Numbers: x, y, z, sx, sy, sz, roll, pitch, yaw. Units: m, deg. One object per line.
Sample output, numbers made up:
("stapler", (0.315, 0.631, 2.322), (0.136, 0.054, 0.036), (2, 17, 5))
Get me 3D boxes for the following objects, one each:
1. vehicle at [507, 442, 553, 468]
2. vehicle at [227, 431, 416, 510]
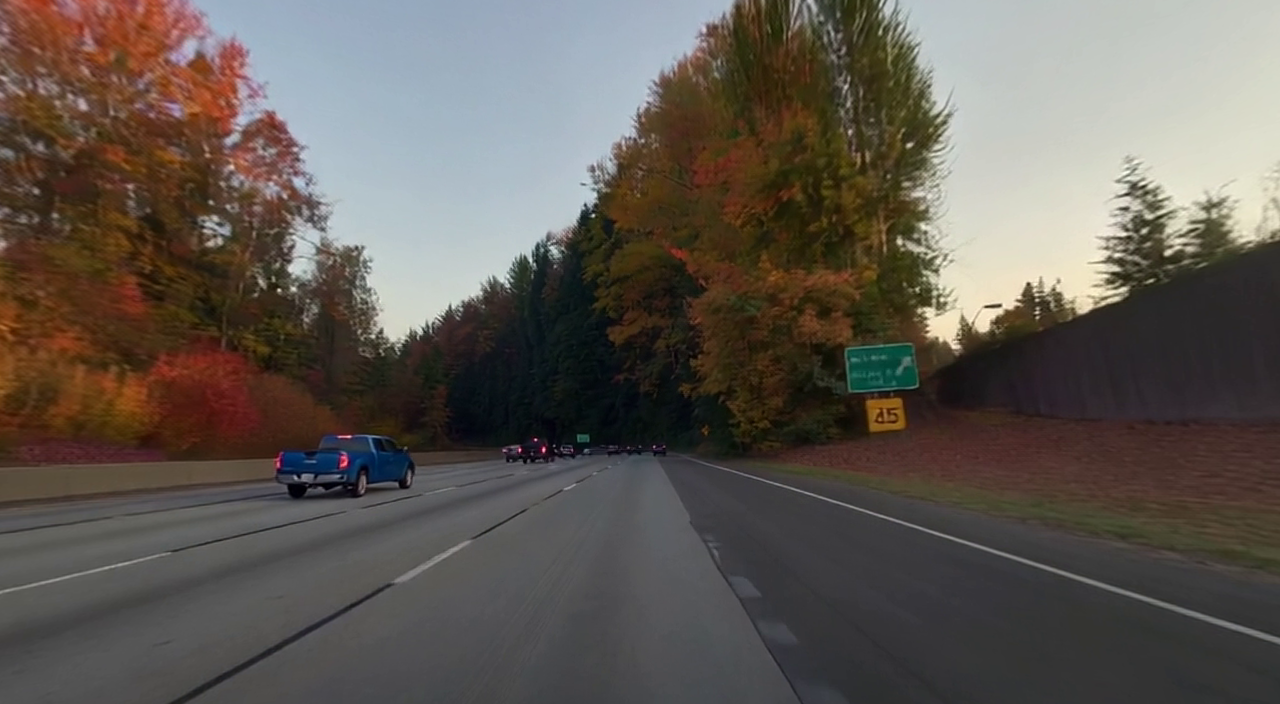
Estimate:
("vehicle", (-6.714, 6.287, 38.847), (1.919, 1.499, 4.234), (0, -8, 2))
("vehicle", (-7.279, 2.732, 15.099), (1.965, 1.567, 4.686), (0, -8, 1))
